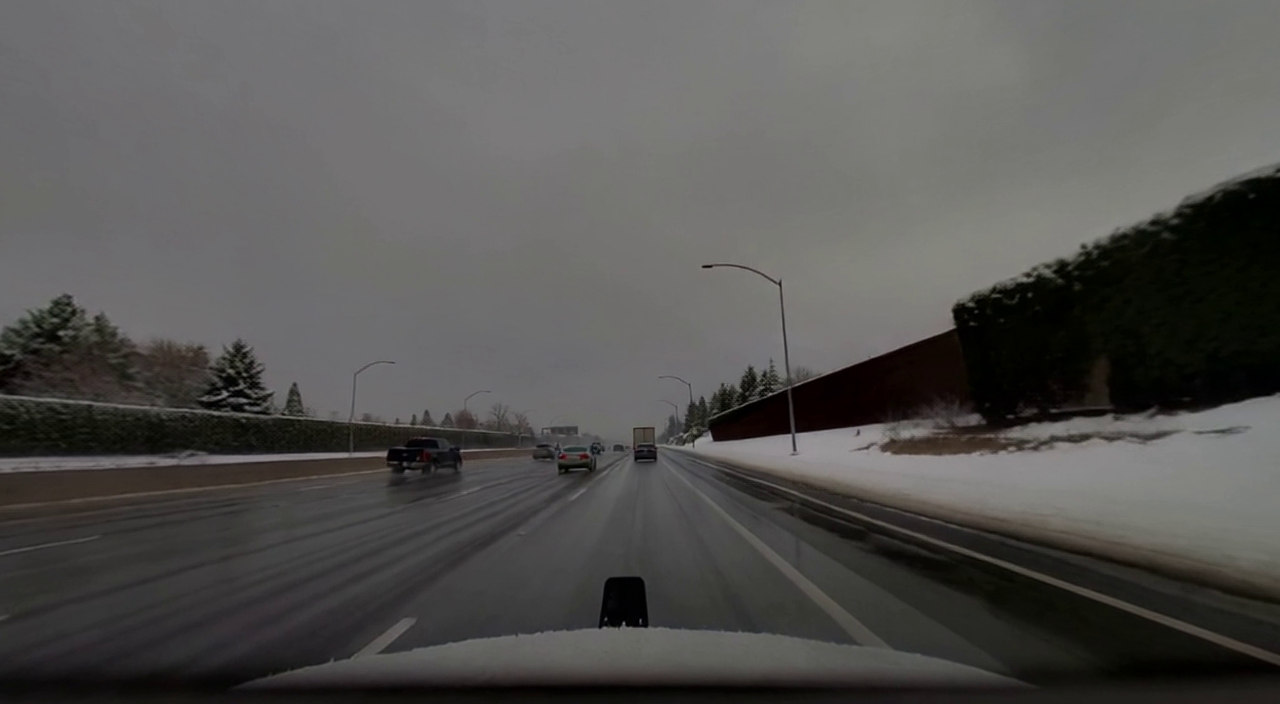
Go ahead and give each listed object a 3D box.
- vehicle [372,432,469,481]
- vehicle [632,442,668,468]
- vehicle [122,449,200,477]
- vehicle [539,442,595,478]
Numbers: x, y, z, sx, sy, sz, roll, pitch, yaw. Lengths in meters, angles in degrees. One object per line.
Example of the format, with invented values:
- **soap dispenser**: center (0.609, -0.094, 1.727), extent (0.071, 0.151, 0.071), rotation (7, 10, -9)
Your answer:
- **vehicle**: center (-9.960, 4.800, 29.304), extent (2.339, 2.018, 5.790), rotation (-1, -9, 1)
- **vehicle**: center (0.570, 6.384, 39.220), extent (2.073, 1.480, 4.343), rotation (-1, -9, 0)
- **vehicle**: center (-25.766, 5.958, 34.059), extent (1.511, 1.380, 3.380), rotation (-1, -9, 0)
- **vehicle**: center (-3.253, 4.928, 29.002), extent (2.056, 1.480, 4.022), rotation (-1, -9, 1)
